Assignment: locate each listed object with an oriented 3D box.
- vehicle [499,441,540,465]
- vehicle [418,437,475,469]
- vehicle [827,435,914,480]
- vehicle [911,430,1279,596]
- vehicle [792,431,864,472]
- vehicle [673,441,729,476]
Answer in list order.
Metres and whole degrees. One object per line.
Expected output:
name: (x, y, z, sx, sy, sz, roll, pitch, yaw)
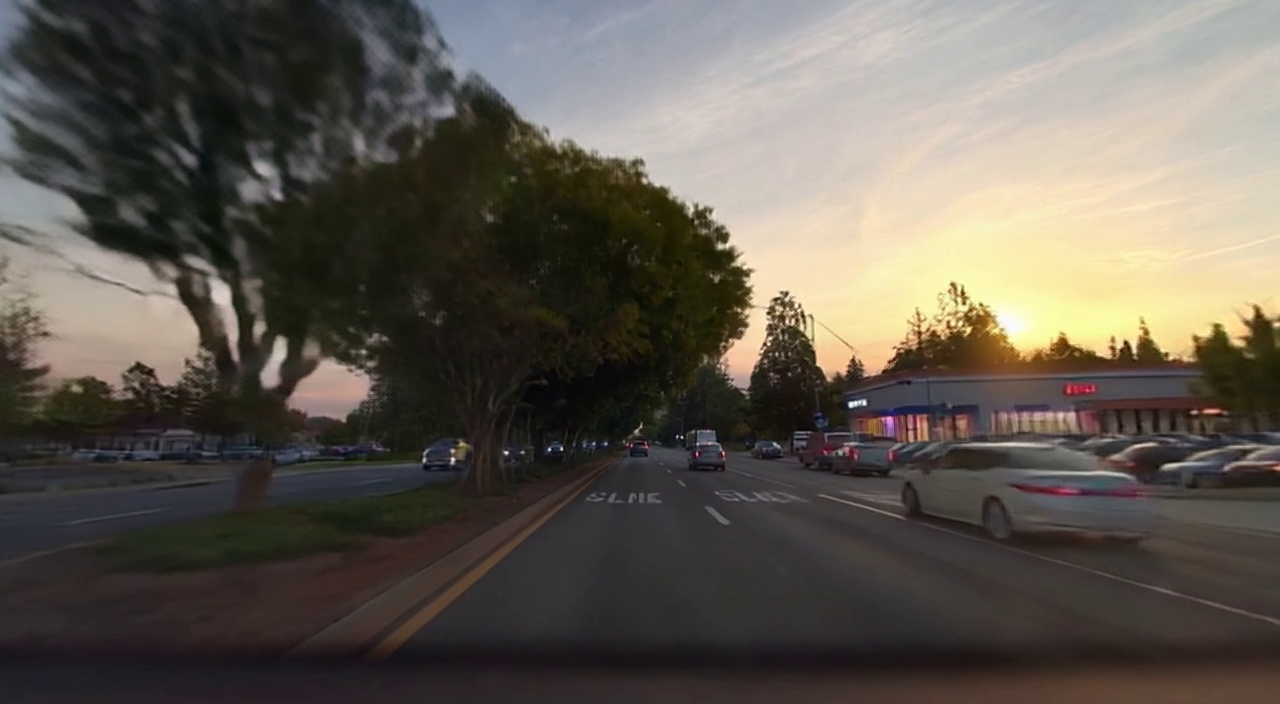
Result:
vehicle: (-8.612, 7.234, 45.434, 2.023, 1.579, 4.526, 0, -8, 1)
vehicle: (-11.864, 6.224, 39.057, 2.040, 1.823, 4.600, 0, -8, 0)
vehicle: (10.334, 4.756, 28.821, 2.045, 1.831, 5.000, 0, -8, 0)
vehicle: (5.876, 1.827, 8.275, 2.072, 1.491, 4.753, 1, -8, -7)
vehicle: (10.344, 5.534, 35.338, 2.154, 2.099, 5.756, 0, -8, -1)
vehicle: (2.769, 4.951, 29.668, 2.099, 1.463, 4.365, 0, -8, -1)
